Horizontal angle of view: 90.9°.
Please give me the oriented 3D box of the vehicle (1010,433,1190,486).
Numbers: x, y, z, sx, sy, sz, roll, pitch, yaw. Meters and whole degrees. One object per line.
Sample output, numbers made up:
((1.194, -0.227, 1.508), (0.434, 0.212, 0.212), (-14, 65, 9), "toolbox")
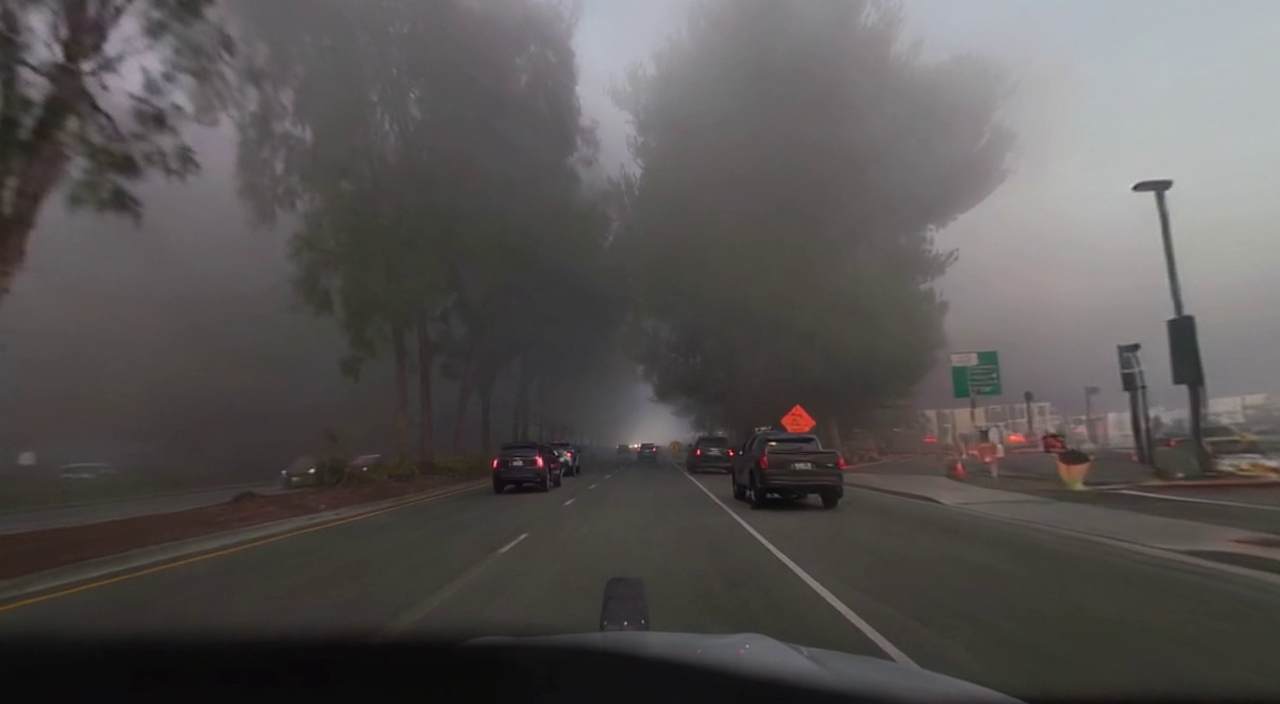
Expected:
((14.117, 3.315, 19.800), (1.969, 1.457, 4.719), (0, -8, -2), "vehicle")

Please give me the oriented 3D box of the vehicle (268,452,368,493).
((-13.830, 5.175, 27.376), (1.826, 1.553, 4.293), (-1, -8, 4), "vehicle")

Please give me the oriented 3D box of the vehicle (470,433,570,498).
((-3.398, 3.309, 18.783), (2.038, 1.682, 4.399), (0, -8, 1), "vehicle")

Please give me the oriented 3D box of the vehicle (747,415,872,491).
((5.592, 3.497, 22.091), (2.653, 2.231, 6.793), (0, -8, 1), "vehicle")

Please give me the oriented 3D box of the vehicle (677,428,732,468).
((4.316, 6.633, 43.659), (2.760, 2.465, 7.936), (0, -8, -1), "vehicle")
